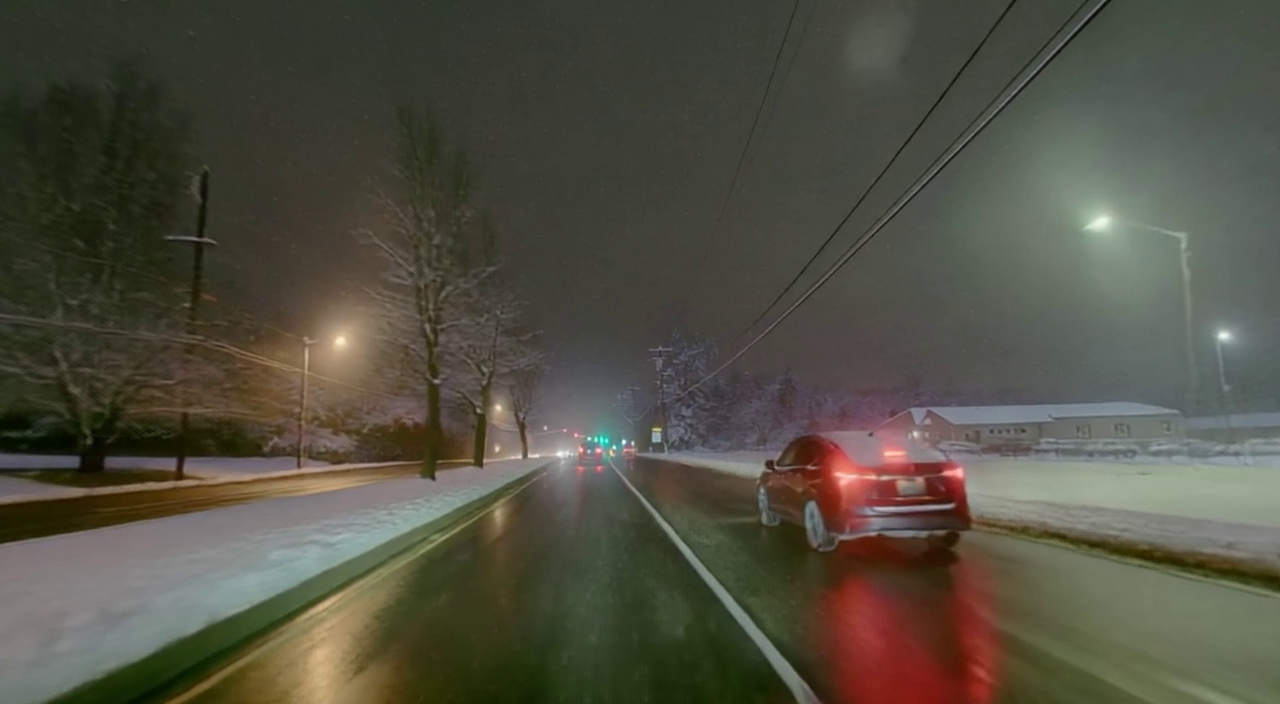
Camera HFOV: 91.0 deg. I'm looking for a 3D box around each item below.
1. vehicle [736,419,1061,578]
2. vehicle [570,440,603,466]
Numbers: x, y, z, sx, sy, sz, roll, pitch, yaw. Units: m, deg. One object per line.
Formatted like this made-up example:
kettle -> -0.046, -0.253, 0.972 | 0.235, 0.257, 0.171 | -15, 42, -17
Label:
vehicle -> 3.050, 1.868, 8.959 | 2.235, 1.597, 4.918 | 1, -9, -4
vehicle -> -3.841, 7.205, 45.108 | 2.189, 1.776, 4.342 | 1, -9, -5
